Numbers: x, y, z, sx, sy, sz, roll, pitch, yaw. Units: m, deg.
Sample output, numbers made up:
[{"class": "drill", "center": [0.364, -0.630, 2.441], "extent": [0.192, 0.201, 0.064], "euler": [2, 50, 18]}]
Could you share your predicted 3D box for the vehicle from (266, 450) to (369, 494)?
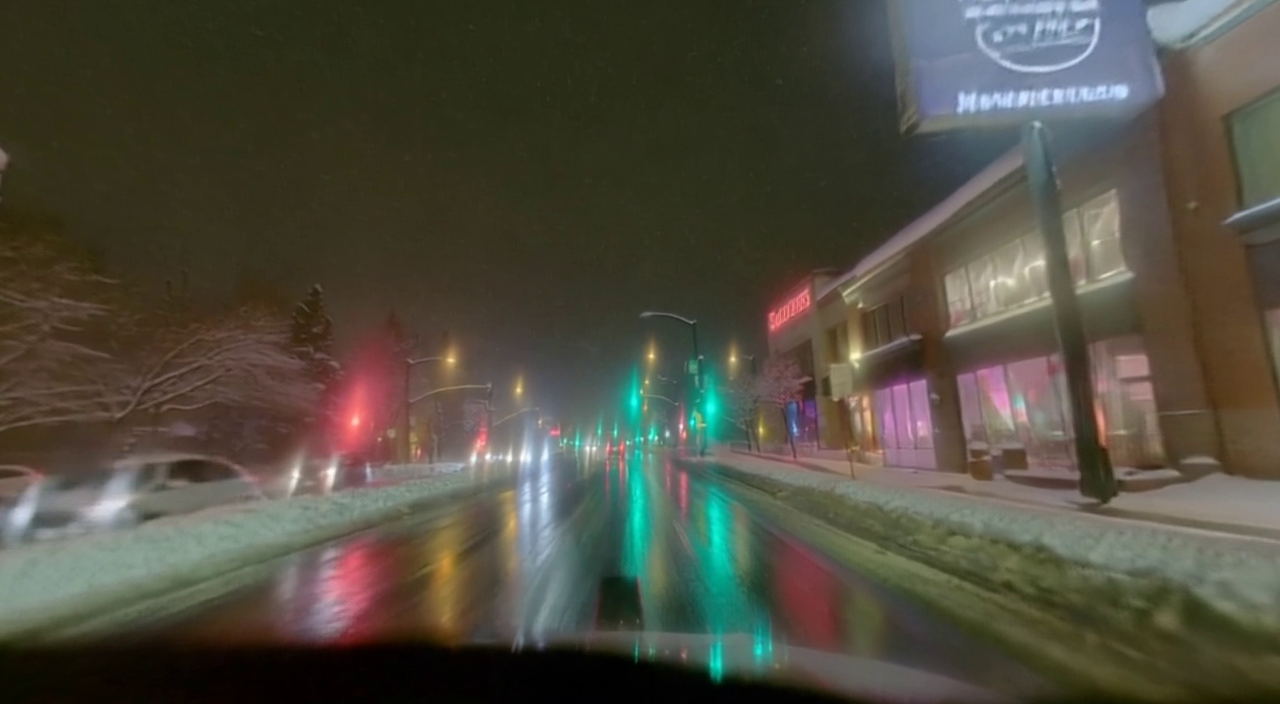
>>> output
[{"class": "vehicle", "center": [-12.599, 4.675, 25.029], "extent": [1.876, 1.530, 4.198], "euler": [0, -8, 0]}]

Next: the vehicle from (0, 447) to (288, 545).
[{"class": "vehicle", "center": [-9.653, 2.752, 12.910], "extent": [1.994, 1.550, 5.009], "euler": [0, -8, 0]}]

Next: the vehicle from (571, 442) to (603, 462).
[{"class": "vehicle", "center": [-3.900, 7.460, 47.266], "extent": [1.962, 1.420, 4.021], "euler": [0, -8, 1]}]
